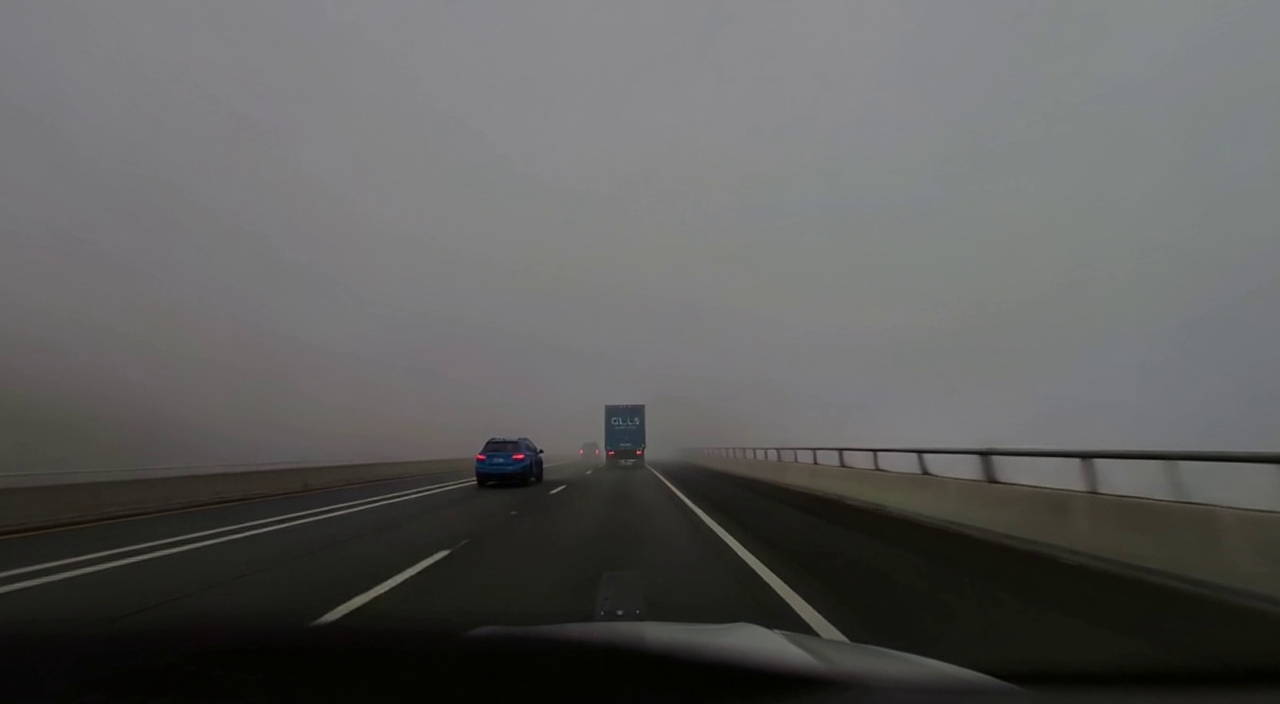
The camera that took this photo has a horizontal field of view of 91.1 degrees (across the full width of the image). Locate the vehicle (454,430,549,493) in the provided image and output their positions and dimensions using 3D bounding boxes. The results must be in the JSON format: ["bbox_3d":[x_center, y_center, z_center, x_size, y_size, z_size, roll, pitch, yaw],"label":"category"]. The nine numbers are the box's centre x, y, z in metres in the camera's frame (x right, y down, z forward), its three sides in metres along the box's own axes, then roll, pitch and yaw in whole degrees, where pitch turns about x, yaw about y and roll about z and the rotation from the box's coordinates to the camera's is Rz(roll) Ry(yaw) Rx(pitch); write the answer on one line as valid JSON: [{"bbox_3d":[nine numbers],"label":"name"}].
[{"bbox_3d":[-4.667,3.810,22.150,2.226,1.935,5.130,0,-9,-1],"label":"vehicle"}]

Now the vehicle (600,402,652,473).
[{"bbox_3d":[-0.925,5.638,40.881,2.923,4.007,9.760,0,-9,-2],"label":"vehicle"}]
